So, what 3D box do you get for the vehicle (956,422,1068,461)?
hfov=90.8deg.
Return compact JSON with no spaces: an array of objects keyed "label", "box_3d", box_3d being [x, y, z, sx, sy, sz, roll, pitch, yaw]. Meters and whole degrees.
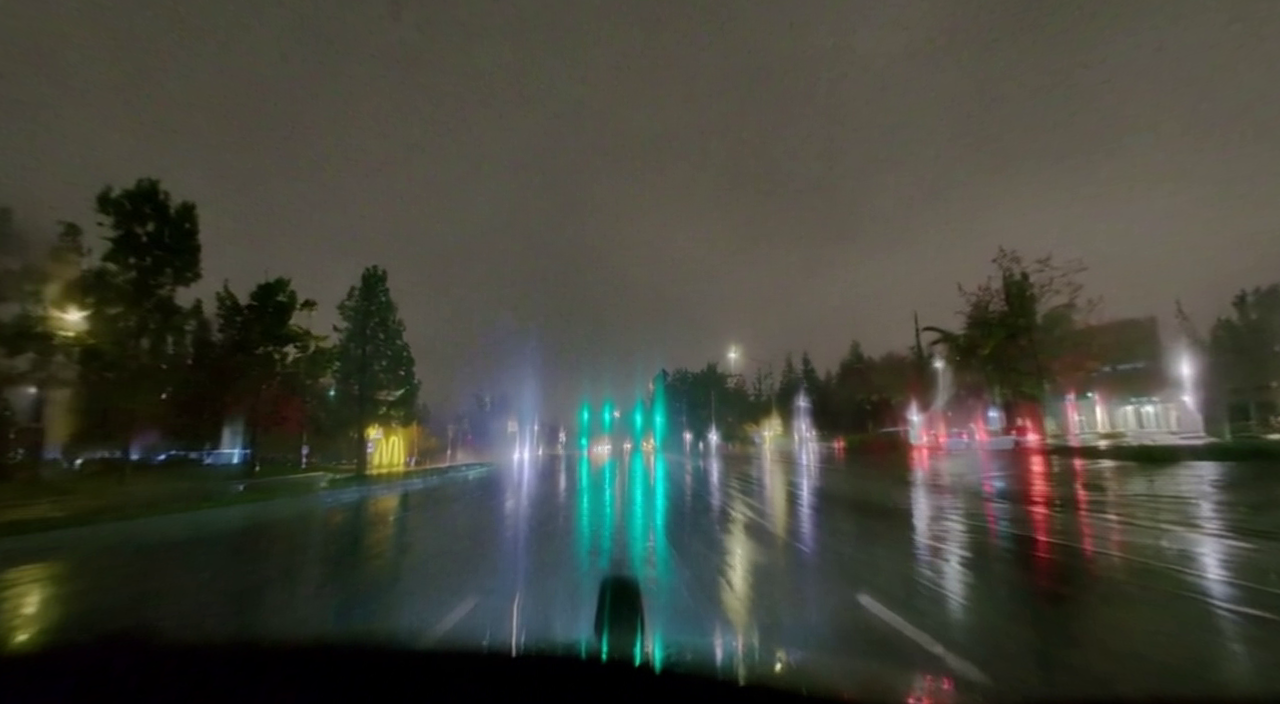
[{"label":"vehicle","box_3d":[23.300,5.613,39.720,5.460,1.980,2.188,-5,-8,1]}]
